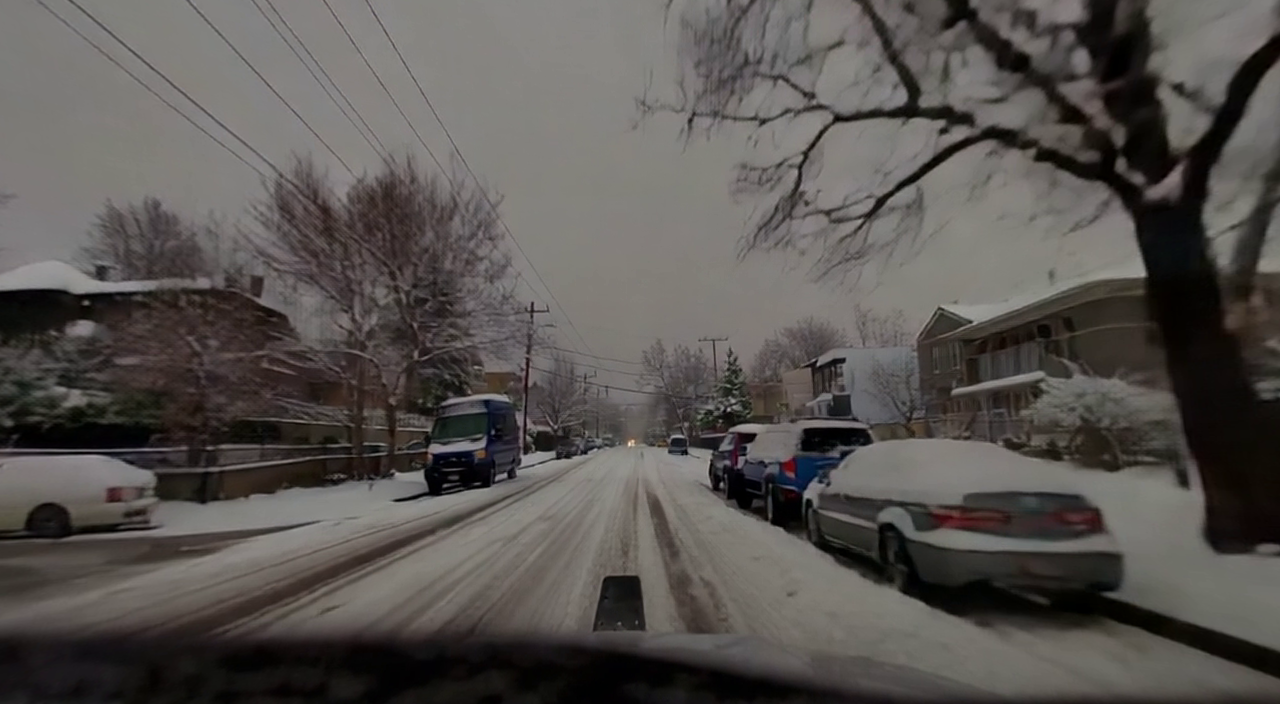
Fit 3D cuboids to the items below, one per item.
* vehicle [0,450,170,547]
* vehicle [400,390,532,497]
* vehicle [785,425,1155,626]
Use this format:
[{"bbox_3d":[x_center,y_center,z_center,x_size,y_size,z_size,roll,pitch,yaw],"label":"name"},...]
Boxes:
[{"bbox_3d":[-13.232,3.221,13.532,4.341,1.728,2.161,-2,-16,-5],"label":"vehicle"},{"bbox_3d":[-6.645,3.560,25.470,3.115,3.562,7.695,-2,-7,0],"label":"vehicle"},{"bbox_3d":[3.333,1.816,7.701,2.010,1.661,4.615,-1,-8,0],"label":"vehicle"}]
